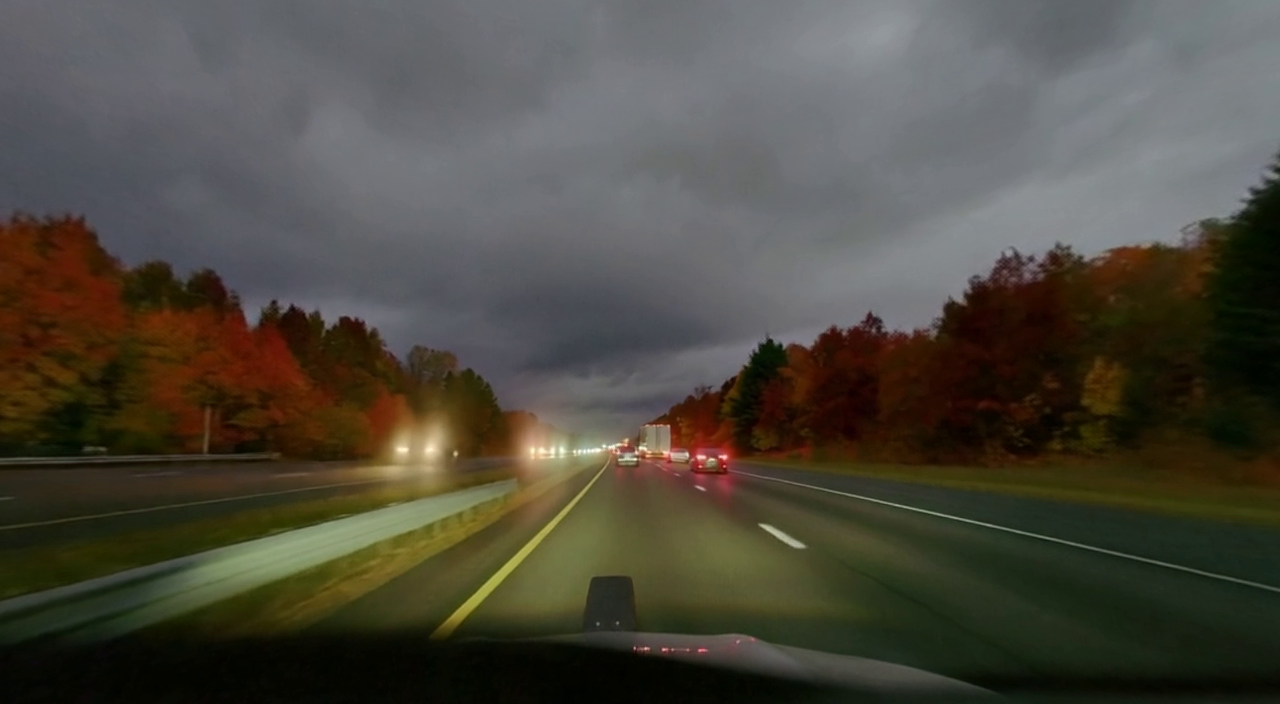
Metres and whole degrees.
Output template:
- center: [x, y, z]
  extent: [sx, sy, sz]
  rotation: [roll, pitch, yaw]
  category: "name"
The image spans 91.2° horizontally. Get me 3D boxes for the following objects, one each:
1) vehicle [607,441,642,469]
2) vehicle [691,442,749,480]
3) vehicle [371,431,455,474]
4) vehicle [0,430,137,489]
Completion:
- center: [-1.057, 6.728, 41.167]
  extent: [2.151, 1.693, 4.201]
  rotation: [0, -9, -2]
  category: "vehicle"
- center: [3.451, 4.772, 27.780]
  extent: [1.968, 1.513, 3.911]
  rotation: [0, -9, -1]
  category: "vehicle"
- center: [-9.069, 4.056, 25.442]
  extent: [1.934, 1.550, 4.072]
  rotation: [-1, -9, -1]
  category: "vehicle"
- center: [-45.835, 7.935, 46.687]
  extent: [2.957, 4.004, 18.233]
  rotation: [0, -8, -4]
  category: "vehicle"
